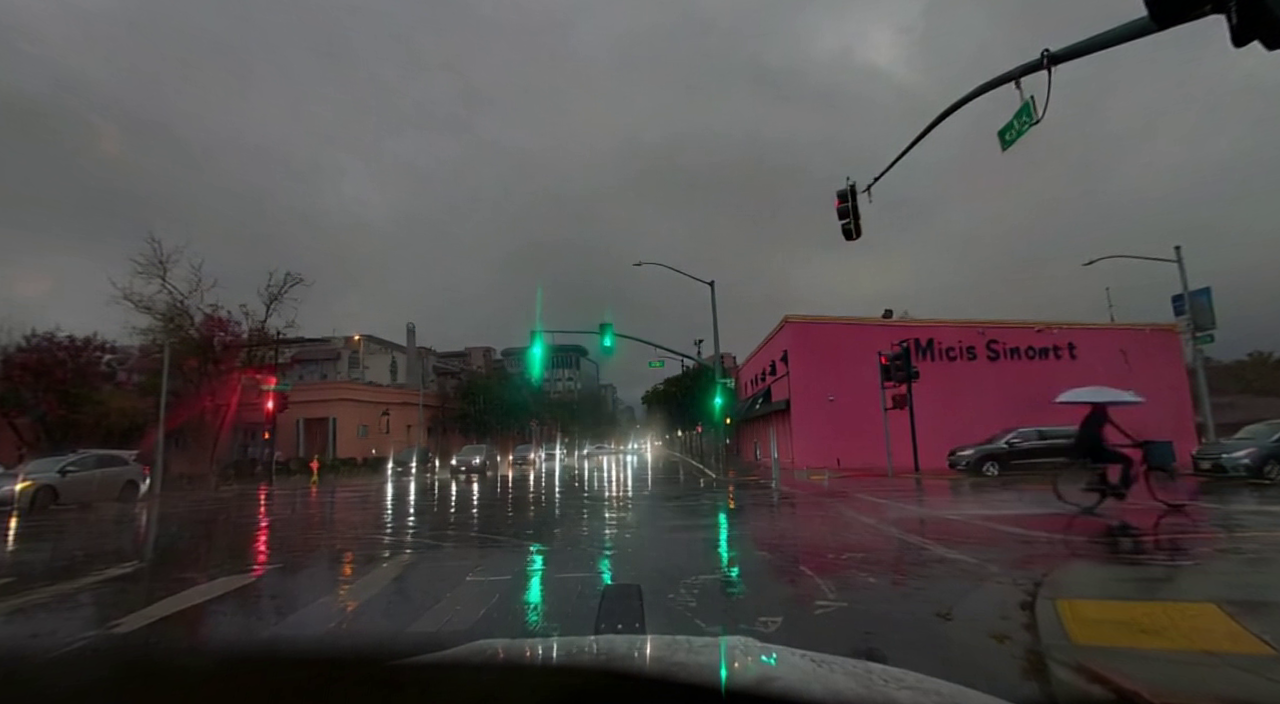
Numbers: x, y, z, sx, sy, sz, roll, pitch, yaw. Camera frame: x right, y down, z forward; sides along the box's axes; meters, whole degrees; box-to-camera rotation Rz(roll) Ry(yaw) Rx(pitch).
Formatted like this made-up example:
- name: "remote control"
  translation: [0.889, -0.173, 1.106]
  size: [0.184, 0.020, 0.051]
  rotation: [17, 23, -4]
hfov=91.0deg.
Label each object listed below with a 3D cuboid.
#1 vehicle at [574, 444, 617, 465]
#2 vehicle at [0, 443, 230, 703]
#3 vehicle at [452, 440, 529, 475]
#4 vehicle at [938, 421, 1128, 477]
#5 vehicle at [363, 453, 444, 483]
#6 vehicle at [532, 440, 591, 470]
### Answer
- name: "vehicle"
  translation: [-3.048, 7.171, 44.067]
  size: [1.743, 1.362, 4.350]
  rotation: [-2, -9, 14]
- name: "vehicle"
  translation: [-3.721, 0.978, 2.151]
  size: [1.759, 1.325, 4.295]
  rotation: [0, -9, 0]
- name: "vehicle"
  translation: [-8.407, 5.978, 36.071]
  size: [2.152, 1.825, 5.406]
  rotation: [-2, -9, 12]
- name: "vehicle"
  translation: [11.569, 2.889, 18.801]
  size: [4.355, 1.546, 1.820]
  rotation: [-1, -9, 6]
- name: "vehicle"
  translation: [-12.593, 6.171, 33.880]
  size: [1.976, 1.425, 4.567]
  rotation: [-1, -9, 9]
- name: "vehicle"
  translation: [-4.500, 5.988, 36.863]
  size: [1.928, 1.647, 4.575]
  rotation: [-2, -9, 13]
